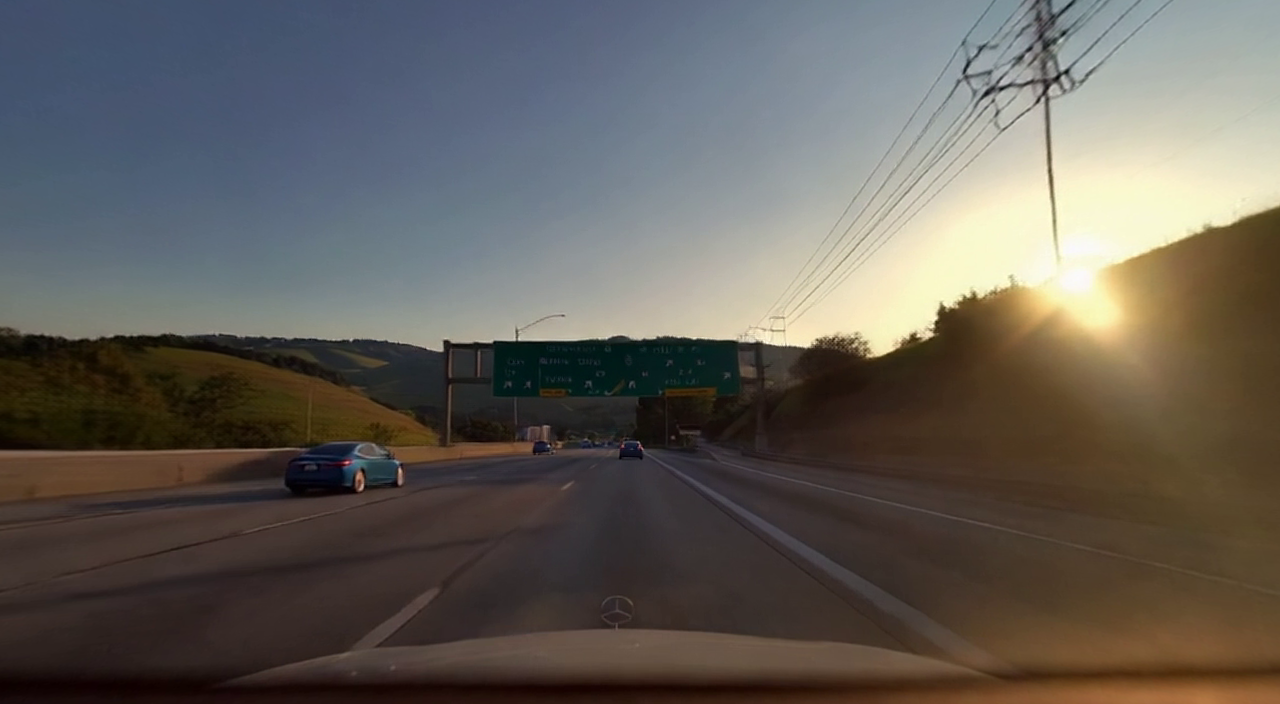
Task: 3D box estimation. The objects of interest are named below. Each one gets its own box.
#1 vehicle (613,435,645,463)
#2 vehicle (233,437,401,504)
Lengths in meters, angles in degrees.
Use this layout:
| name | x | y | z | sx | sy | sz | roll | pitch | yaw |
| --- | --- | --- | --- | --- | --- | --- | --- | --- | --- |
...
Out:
| name | x | y | z | sx | sy | sz | roll | pitch | yaw |
| --- | --- | --- | --- | --- | --- | --- | --- | --- | --- |
| vehicle | -0.747 | 6.386 | 41.478 | 2.040 | 1.715 | 3.906 | 0 | -8 | -1 |
| vehicle | -7.815 | 2.877 | 15.823 | 1.949 | 1.428 | 4.408 | 0 | -8 | -1 |
